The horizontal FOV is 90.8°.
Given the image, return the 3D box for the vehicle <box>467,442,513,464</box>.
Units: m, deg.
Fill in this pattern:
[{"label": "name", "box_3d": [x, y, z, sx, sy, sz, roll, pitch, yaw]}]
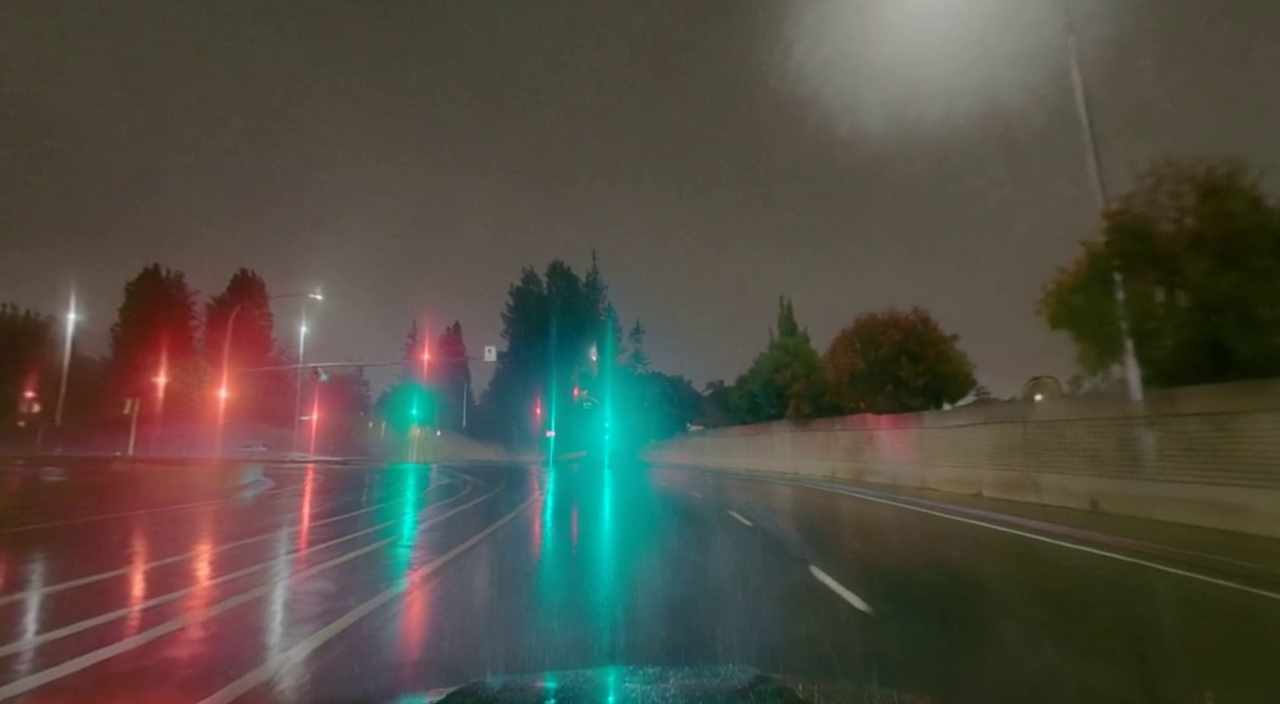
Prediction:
[{"label": "vehicle", "box_3d": [-11.010, 7.379, 46.197, 2.163, 1.537, 4.368, 5, -10, -28]}]
